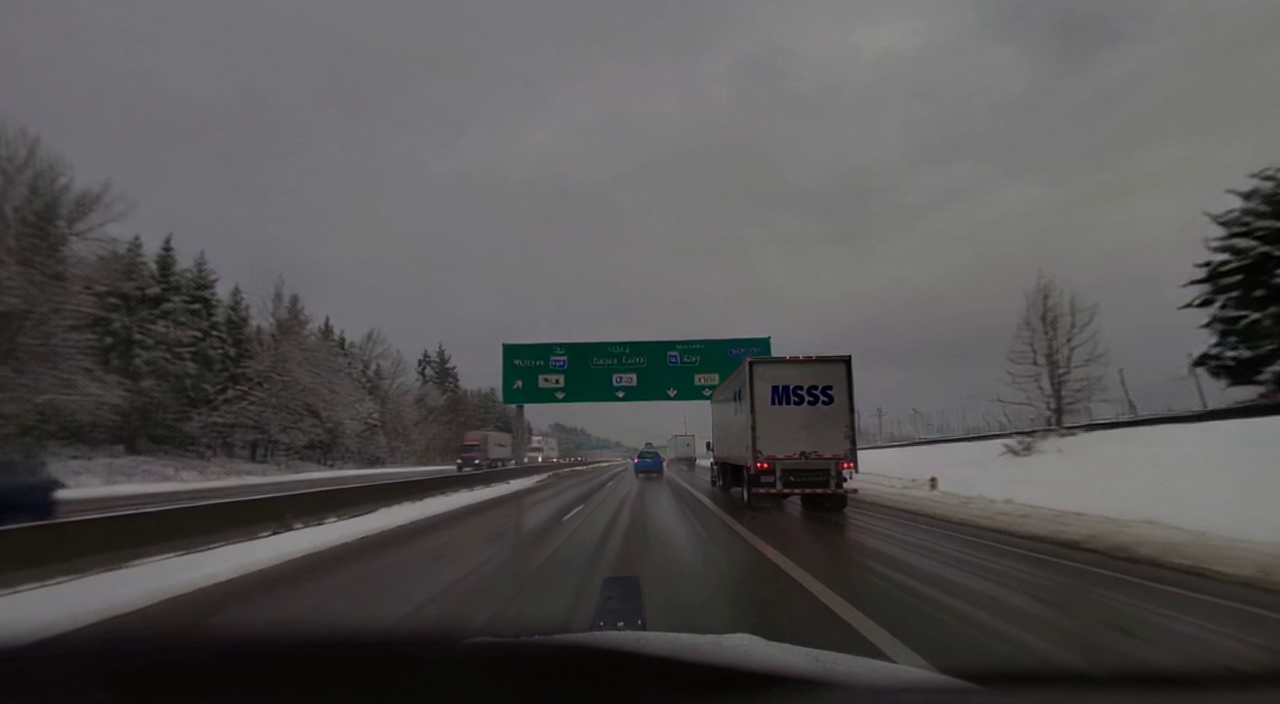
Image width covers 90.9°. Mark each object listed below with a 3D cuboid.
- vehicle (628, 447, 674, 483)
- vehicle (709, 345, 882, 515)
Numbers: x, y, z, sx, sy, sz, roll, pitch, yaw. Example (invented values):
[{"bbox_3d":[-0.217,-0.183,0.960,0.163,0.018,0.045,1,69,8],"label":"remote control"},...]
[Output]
[{"bbox_3d":[0.533,5.490,30.939,2.121,1.642,3.828,0,-9,1],"label":"vehicle"},{"bbox_3d":[4.533,2.925,22.434,3.002,4.104,14.174,0,-9,2],"label":"vehicle"}]
